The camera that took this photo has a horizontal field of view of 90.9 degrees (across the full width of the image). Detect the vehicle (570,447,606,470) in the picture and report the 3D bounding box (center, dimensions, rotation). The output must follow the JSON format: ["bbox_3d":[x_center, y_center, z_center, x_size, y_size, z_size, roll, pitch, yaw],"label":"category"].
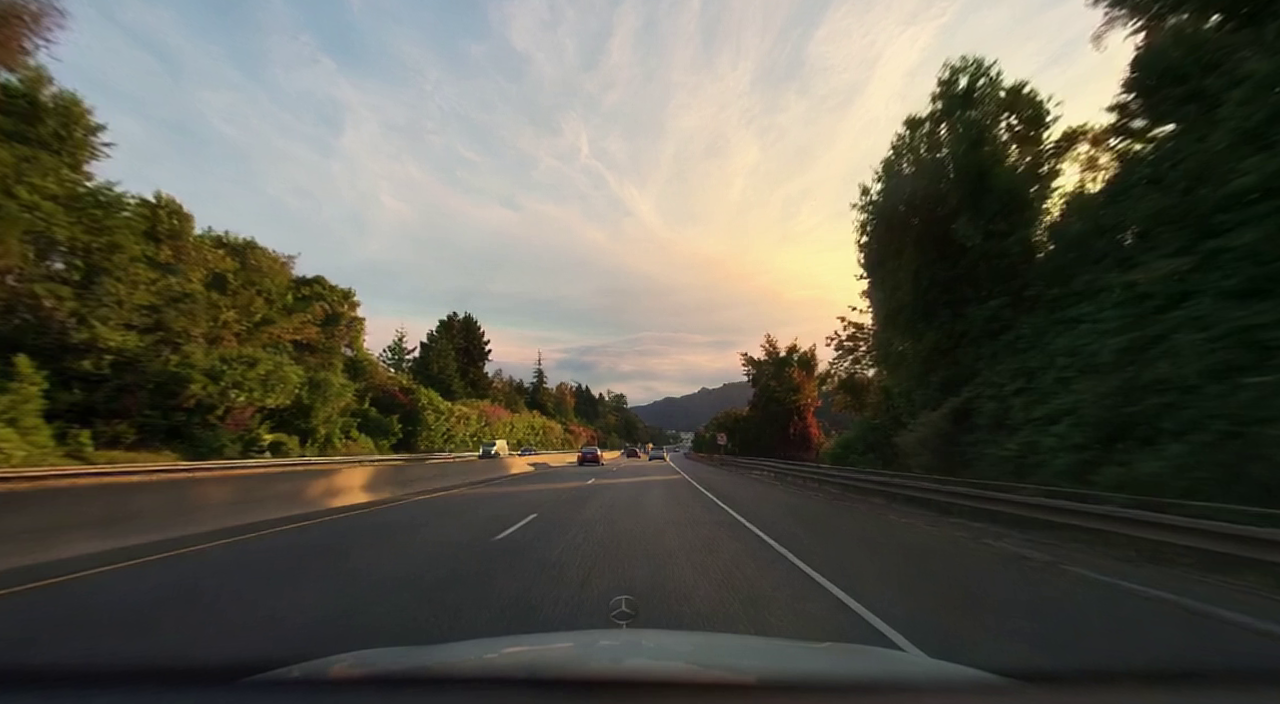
[{"bbox_3d":[-3.509,7.214,42.851,2.033,1.449,3.957,0,-9,1],"label":"vehicle"}]
